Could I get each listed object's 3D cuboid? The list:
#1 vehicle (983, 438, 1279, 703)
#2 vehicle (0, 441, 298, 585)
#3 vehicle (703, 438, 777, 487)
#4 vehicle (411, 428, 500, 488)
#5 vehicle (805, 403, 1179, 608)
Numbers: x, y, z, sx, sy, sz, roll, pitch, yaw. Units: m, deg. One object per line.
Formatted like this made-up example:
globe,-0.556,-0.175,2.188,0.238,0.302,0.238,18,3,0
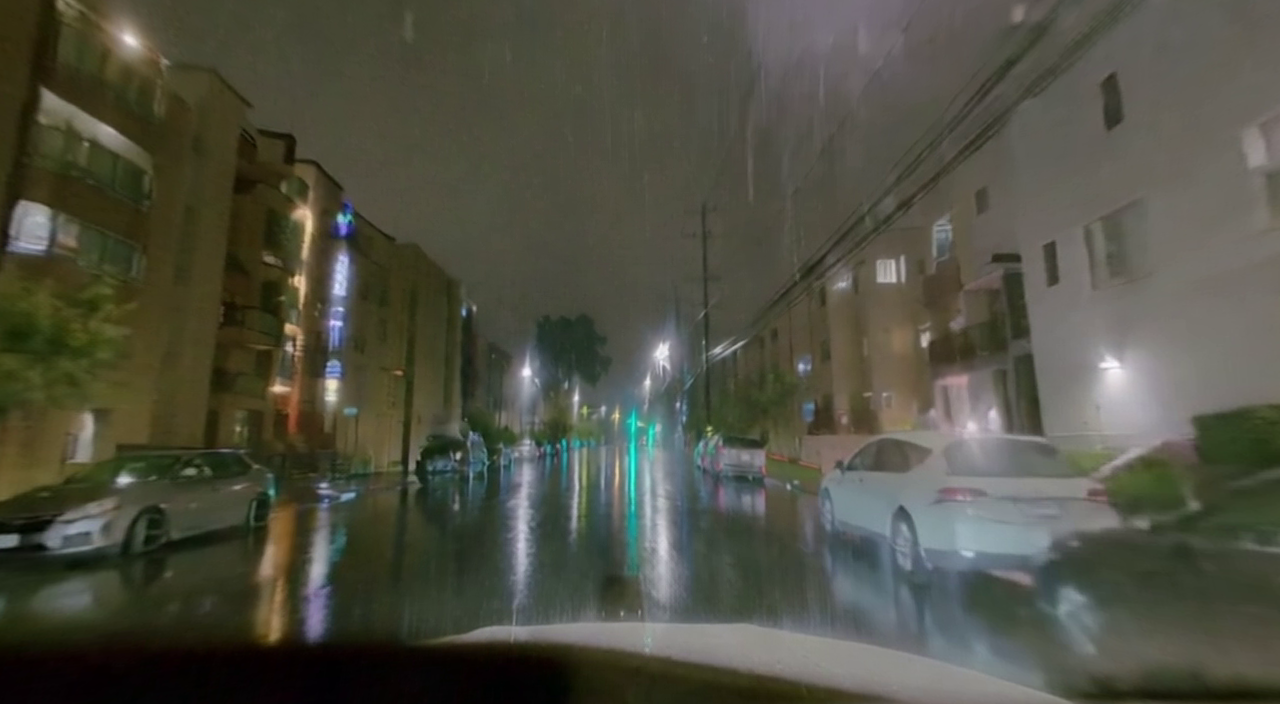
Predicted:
vehicle,3.614,1.038,2.348,1.986,1.427,4.536,0,-8,-2
vehicle,-7.548,2.196,9.553,2.145,1.488,4.646,-3,-7,1
vehicle,3.537,3.993,23.193,1.925,1.634,4.419,0,-8,-1
vehicle,-7.886,4.539,27.722,2.351,2.251,5.856,-2,-7,-2
vehicle,3.565,1.700,7.696,1.986,1.665,4.606,1,-10,1
